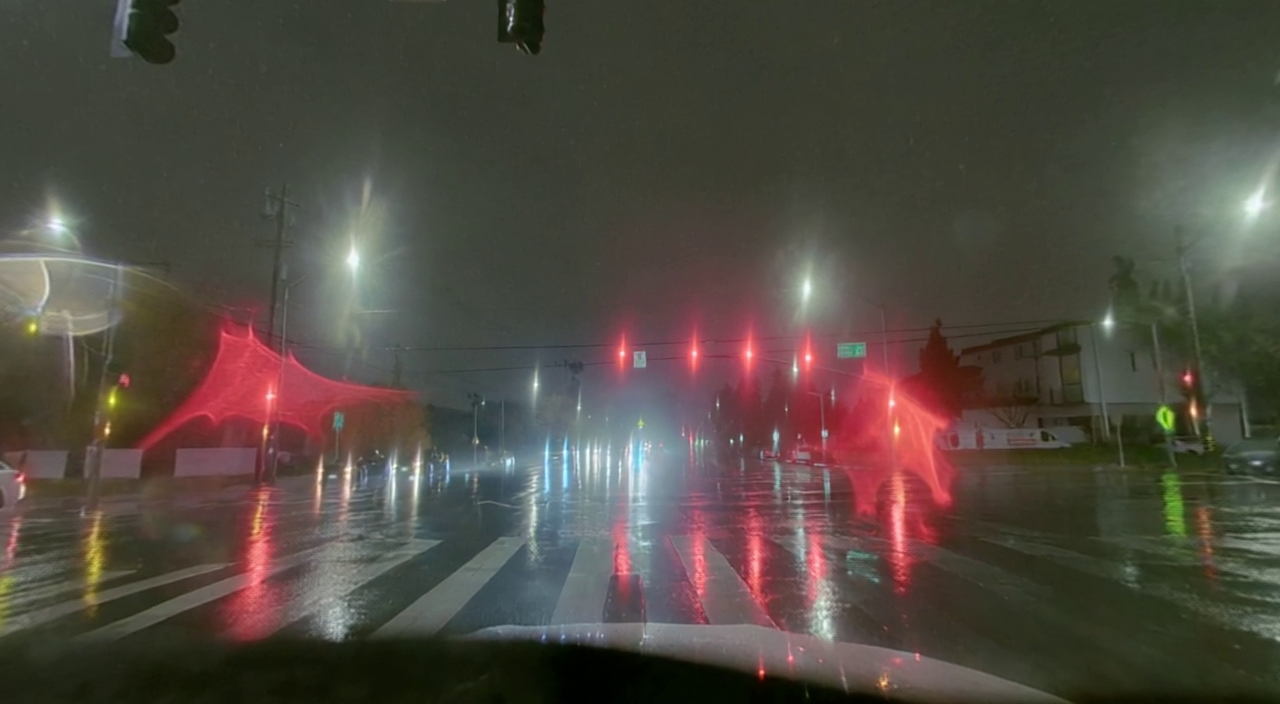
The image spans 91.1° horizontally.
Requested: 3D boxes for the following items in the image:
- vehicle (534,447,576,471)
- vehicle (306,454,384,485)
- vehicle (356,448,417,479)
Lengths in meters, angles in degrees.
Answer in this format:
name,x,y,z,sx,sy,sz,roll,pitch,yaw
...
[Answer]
name,x,y,z,sx,sy,sz,roll,pitch,yaw
vehicle,-5.571,7.124,41.899,2.154,1.501,4.416,0,-9,0
vehicle,-16.091,6.381,34.497,2.055,1.506,4.663,0,-9,-1
vehicle,-16.191,7.111,40.427,1.960,1.819,5.018,0,-9,-1
